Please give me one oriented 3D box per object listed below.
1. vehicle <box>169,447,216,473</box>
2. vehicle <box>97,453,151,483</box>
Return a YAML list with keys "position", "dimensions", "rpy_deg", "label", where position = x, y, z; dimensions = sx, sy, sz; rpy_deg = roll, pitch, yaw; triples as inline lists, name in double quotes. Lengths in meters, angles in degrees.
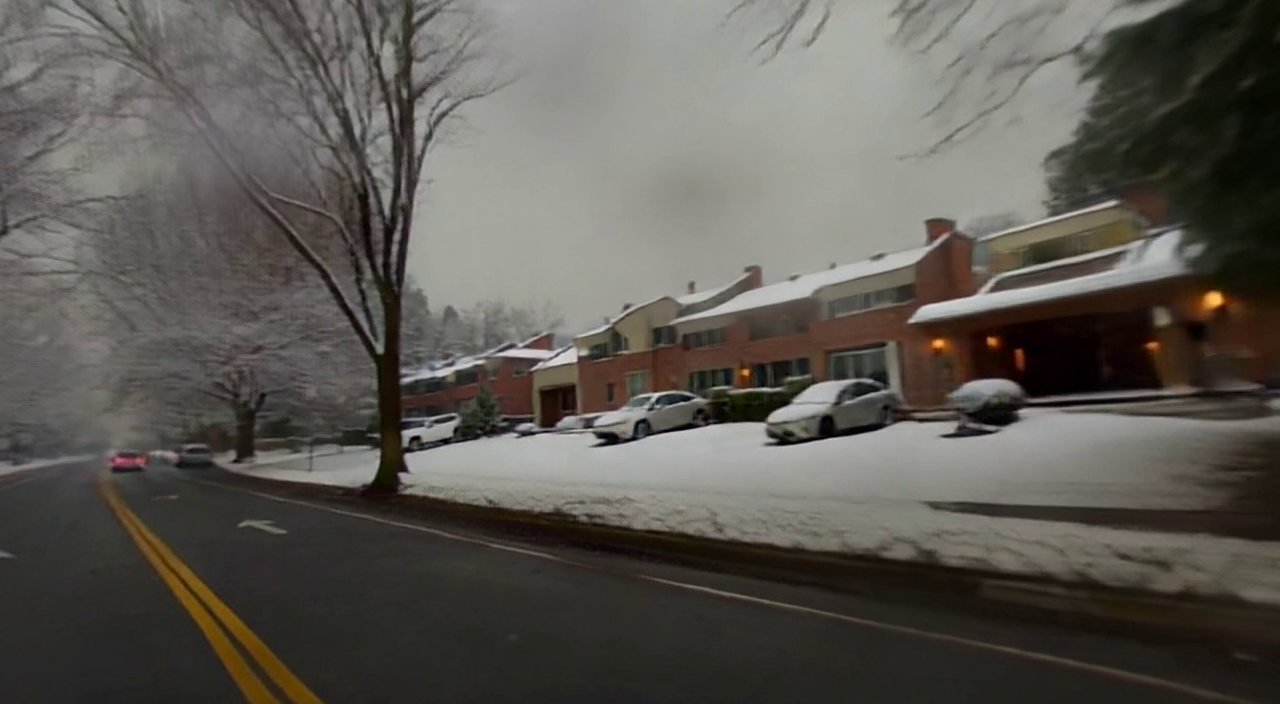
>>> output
- position: [-33.198, 7.985, 46.813]
  dimensions: [4.574, 1.752, 1.937]
  rpy_deg: [-8, -11, 43]
  label: "vehicle"
- position: [-28.847, 6.436, 35.271]
  dimensions: [2.067, 1.476, 4.256]
  rpy_deg: [6, -10, -41]
  label: "vehicle"
